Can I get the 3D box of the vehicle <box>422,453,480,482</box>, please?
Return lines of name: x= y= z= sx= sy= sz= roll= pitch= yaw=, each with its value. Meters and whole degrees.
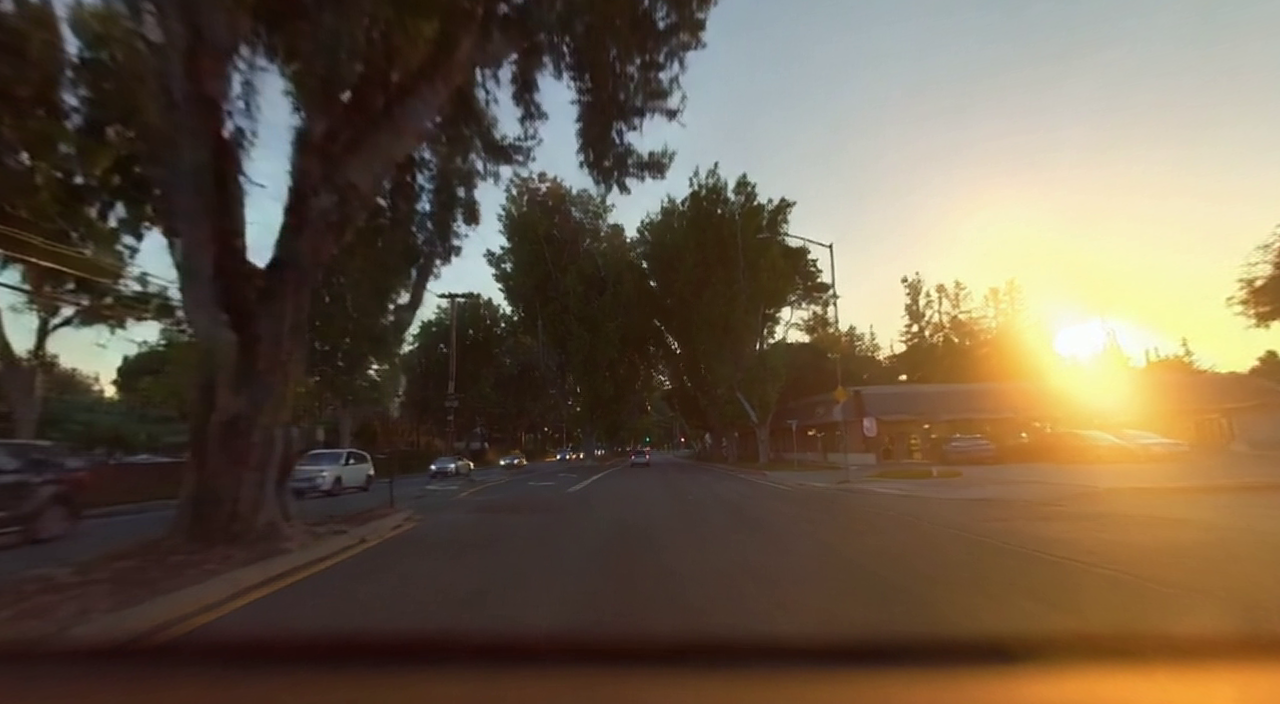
vehicle: x=-10.861 y=6.638 z=36.585 sx=1.873 sy=1.516 sz=4.339 roll=0 pitch=-8 yaw=2

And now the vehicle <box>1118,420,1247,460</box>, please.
vehicle: x=27.011 y=4.510 z=31.654 sx=2.040 sy=1.829 sz=4.826 roll=0 pitch=-10 yaw=-1

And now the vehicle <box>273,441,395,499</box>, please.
vehicle: x=-10.753 y=4.150 z=22.629 sx=2.000 sy=1.817 sz=4.624 roll=-1 pitch=-8 yaw=1

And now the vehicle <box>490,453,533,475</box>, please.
vehicle: x=-9.826 y=8.554 z=48.518 sx=2.084 sy=1.517 sz=5.096 roll=-1 pitch=-8 yaw=2

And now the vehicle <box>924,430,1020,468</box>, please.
vehicle: x=16.998 y=5.019 z=32.625 sx=2.021 sy=1.753 sz=4.941 roll=-1 pitch=-9 yaw=-4

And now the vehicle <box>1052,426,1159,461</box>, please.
vehicle: x=24.304 y=4.867 z=33.159 sx=1.996 sy=1.723 sz=4.576 roll=0 pitch=-10 yaw=-1

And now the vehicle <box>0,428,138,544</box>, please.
vehicle: x=-10.801 y=2.068 z=9.739 sx=2.189 sy=1.747 sz=4.651 roll=0 pitch=-8 yaw=1
